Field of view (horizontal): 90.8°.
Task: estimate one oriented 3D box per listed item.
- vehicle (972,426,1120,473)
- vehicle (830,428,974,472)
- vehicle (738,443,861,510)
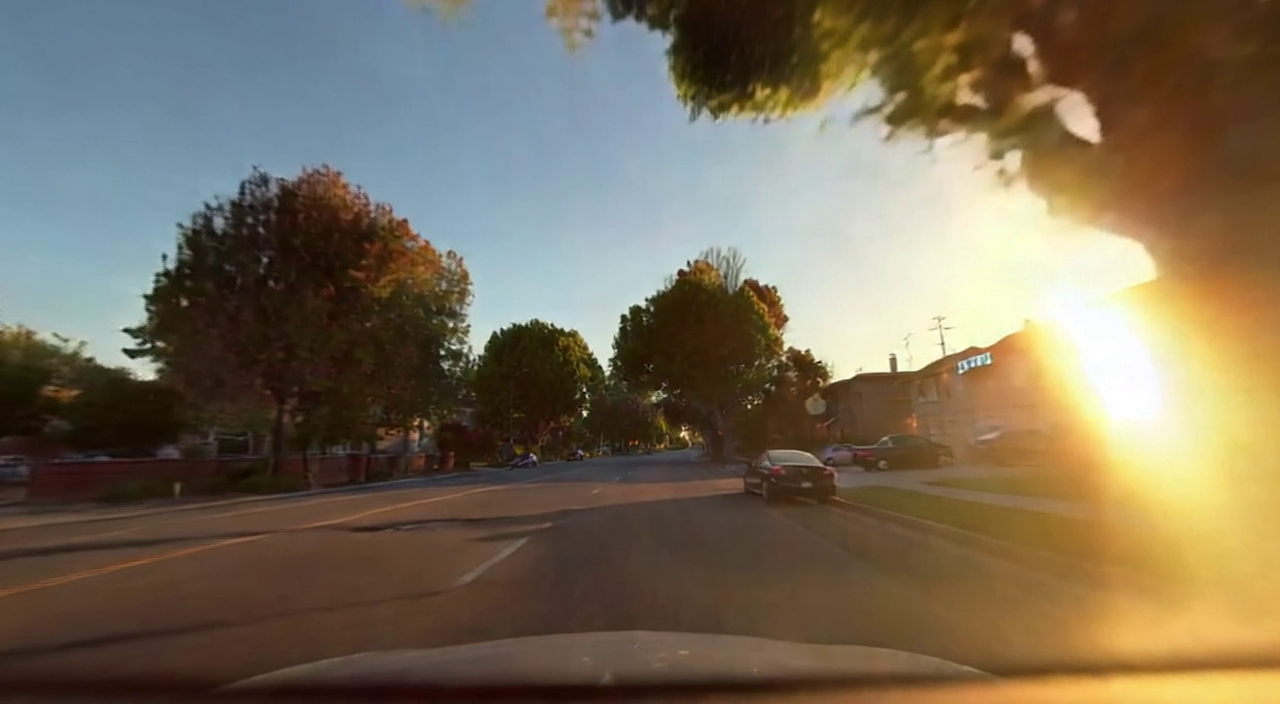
[{"bbox_3d":[15.671,3.795,24.637,4.290,1.717,2.013,-1,-9,7],"label":"vehicle"},{"bbox_3d":[11.436,4.328,27.959,5.369,1.860,2.163,-1,-9,5],"label":"vehicle"},{"bbox_3d":[4.014,3.196,16.823,2.080,1.503,4.821,0,-9,1],"label":"vehicle"}]
